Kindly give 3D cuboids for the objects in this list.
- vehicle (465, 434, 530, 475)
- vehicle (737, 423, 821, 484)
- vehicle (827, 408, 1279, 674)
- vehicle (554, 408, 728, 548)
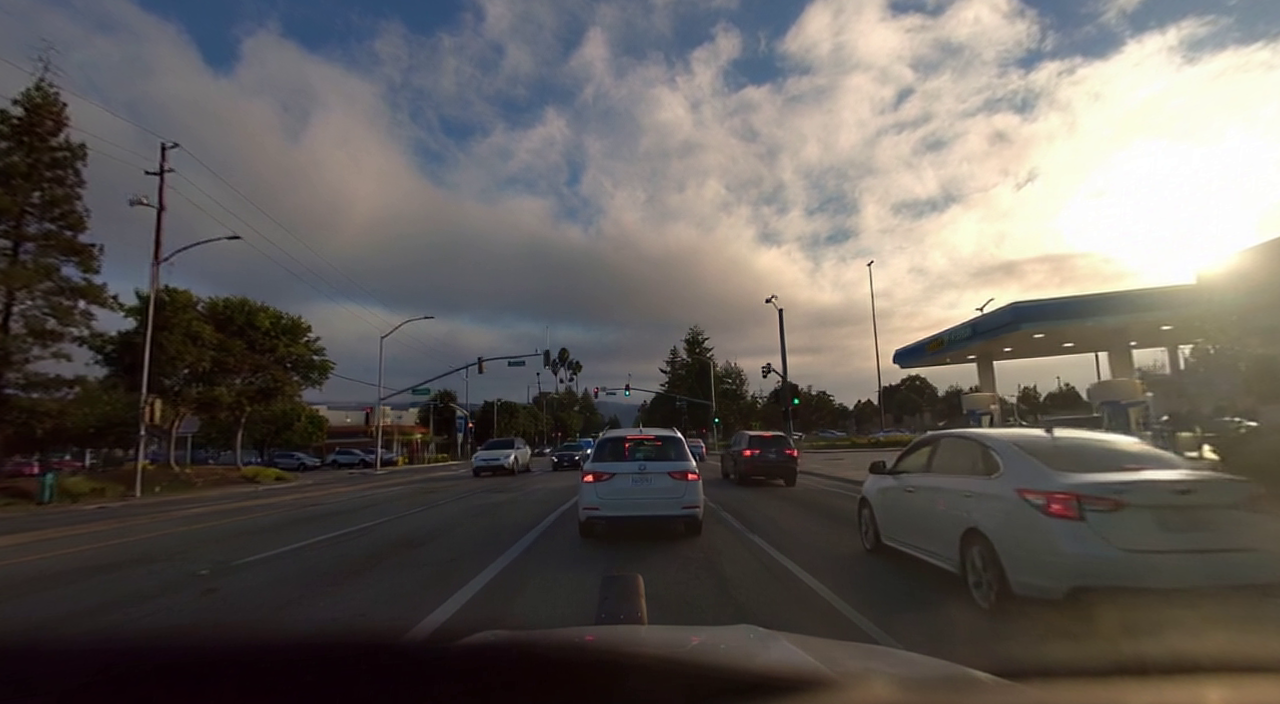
[{"bbox_3d":[-6.390,4.652,28.888,1.994,1.695,4.471,0,-8,-1],"label":"vehicle"},{"bbox_3d":[4.489,3.368,21.183,2.116,1.791,5.006,-1,-8,5],"label":"vehicle"},{"bbox_3d":[3.356,1.376,5.777,1.904,1.472,4.358,0,-8,-1],"label":"vehicle"},{"bbox_3d":[-0.049,1.848,9.875,2.164,1.718,3.881,0,-8,-2],"label":"vehicle"}]
